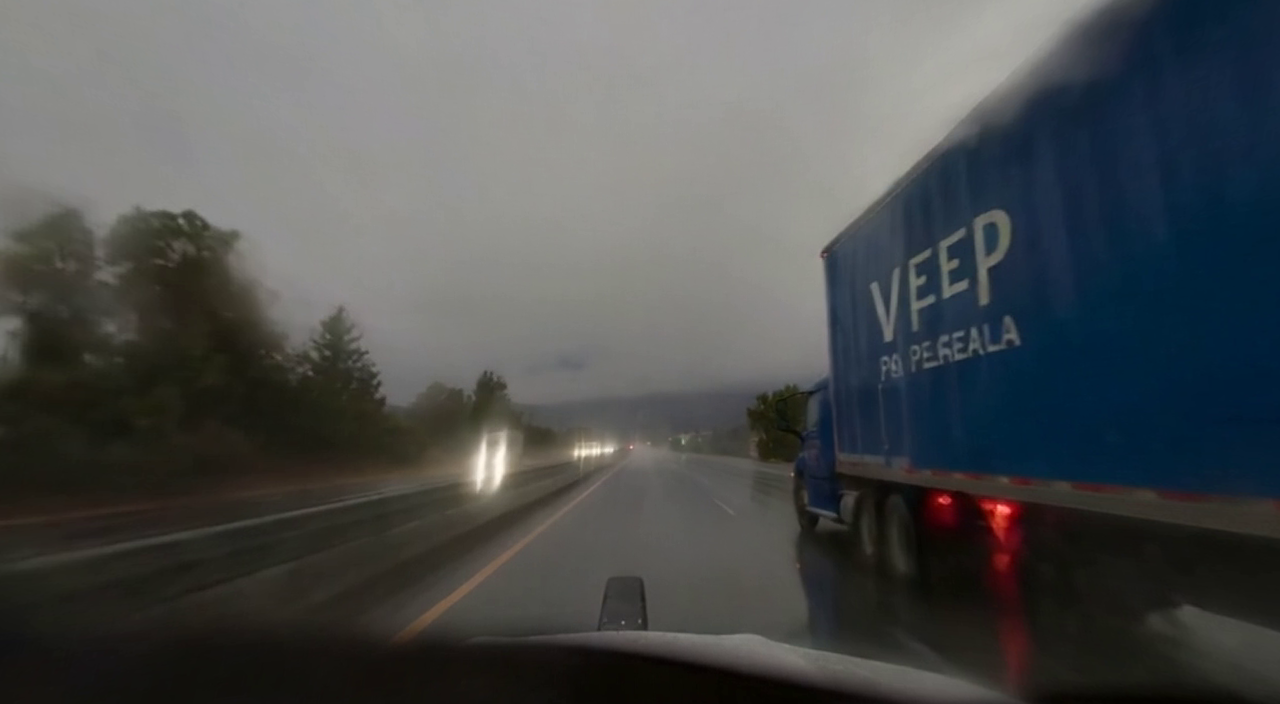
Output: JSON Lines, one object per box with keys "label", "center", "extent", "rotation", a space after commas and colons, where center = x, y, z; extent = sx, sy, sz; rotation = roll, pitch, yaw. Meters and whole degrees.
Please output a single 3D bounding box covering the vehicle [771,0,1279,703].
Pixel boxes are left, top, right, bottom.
{"label": "vehicle", "center": [3.862, 0.212, 7.002], "extent": [2.982, 4.164, 7.753], "rotation": [0, -9, -1]}
